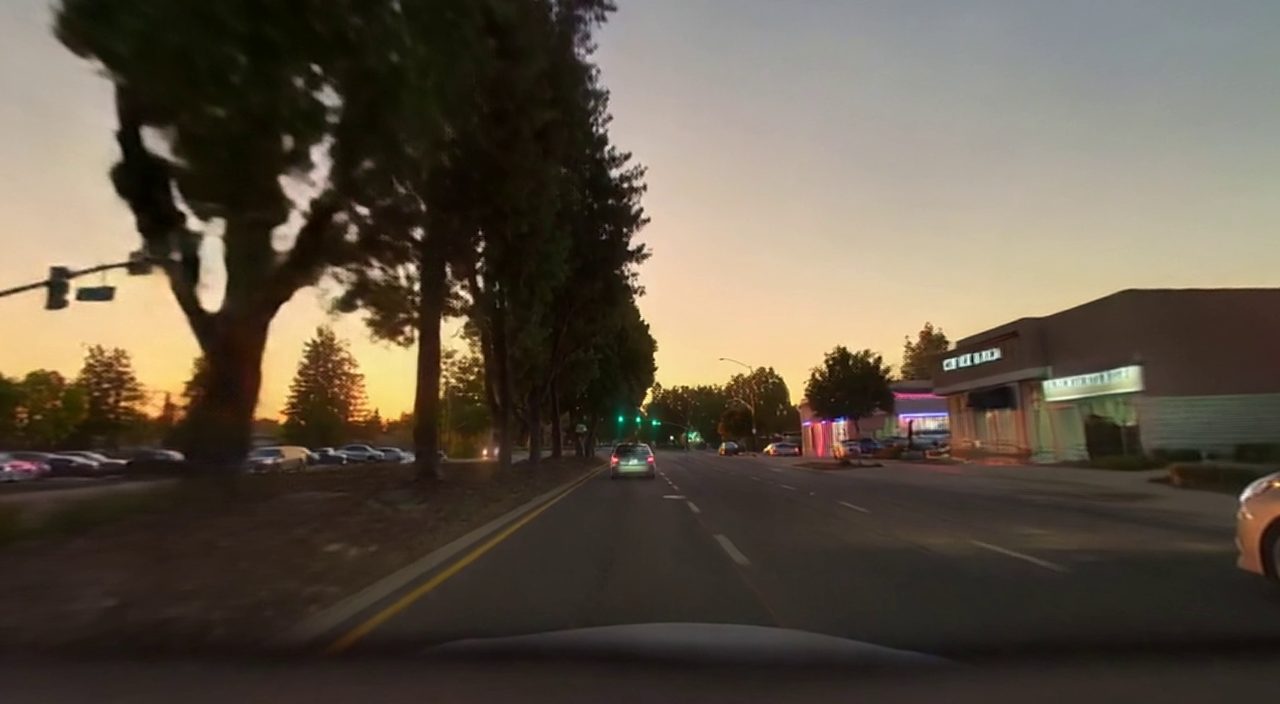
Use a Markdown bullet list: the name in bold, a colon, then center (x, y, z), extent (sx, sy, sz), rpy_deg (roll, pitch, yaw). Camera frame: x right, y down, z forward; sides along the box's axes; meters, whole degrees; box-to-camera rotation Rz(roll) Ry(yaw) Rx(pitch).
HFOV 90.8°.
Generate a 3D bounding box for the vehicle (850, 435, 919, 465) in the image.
- **vehicle**: center (15.807, 6.355, 41.179), extent (2.377, 1.783, 5.145), rpy_deg (0, -8, -1)

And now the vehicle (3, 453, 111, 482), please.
- **vehicle**: center (-32.785, 6.478, 35.657), extent (4.303, 1.464, 1.799), rpy_deg (7, -11, -42)

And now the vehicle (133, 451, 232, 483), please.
- **vehicle**: center (-24.073, 6.025, 33.512), extent (1.915, 1.460, 4.717), rpy_deg (0, -8, -3)

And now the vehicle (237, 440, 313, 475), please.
- **vehicle**: center (-24.176, 6.987, 42.113), extent (2.202, 2.103, 4.899), rpy_deg (-1, -8, -1)

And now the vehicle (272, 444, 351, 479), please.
- **vehicle**: center (-19.385, 6.438, 37.572), extent (2.129, 1.794, 4.967), rpy_deg (-2, -8, -1)

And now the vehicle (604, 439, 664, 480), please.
- **vehicle**: center (-0.242, 4.244, 25.196), extent (2.185, 1.473, 3.925), rpy_deg (0, -8, -1)
